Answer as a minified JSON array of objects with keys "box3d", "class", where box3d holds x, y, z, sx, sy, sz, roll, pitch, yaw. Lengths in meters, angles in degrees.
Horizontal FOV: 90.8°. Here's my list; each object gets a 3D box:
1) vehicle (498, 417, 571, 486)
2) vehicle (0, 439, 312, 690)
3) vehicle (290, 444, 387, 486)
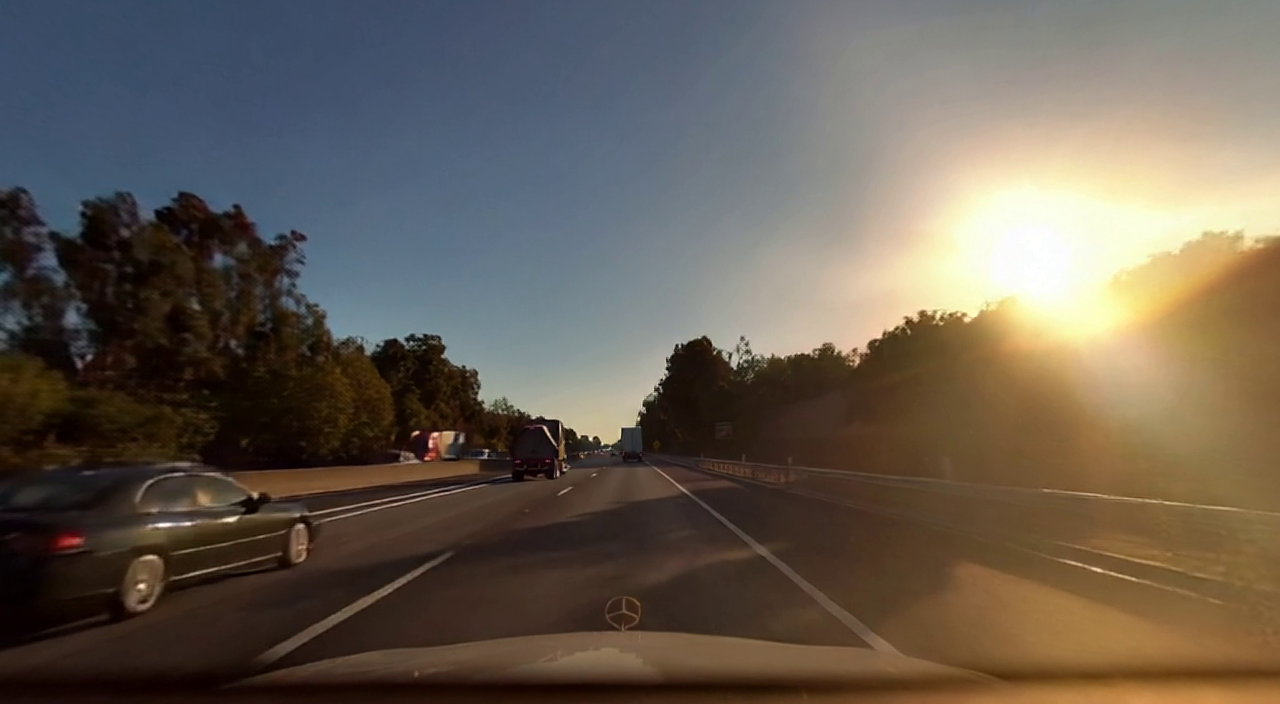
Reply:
[{"box3d":[-4.685,4.595,29.277,2.368,2.813,6.329,0,-9,-1],"class":"vehicle"},{"box3d":[-4.743,1.419,4.772,1.979,1.459,4.643,0,-9,1],"class":"vehicle"},{"box3d":[-14.030,5.286,29.768,2.136,1.786,4.844,0,-9,0],"class":"vehicle"}]
